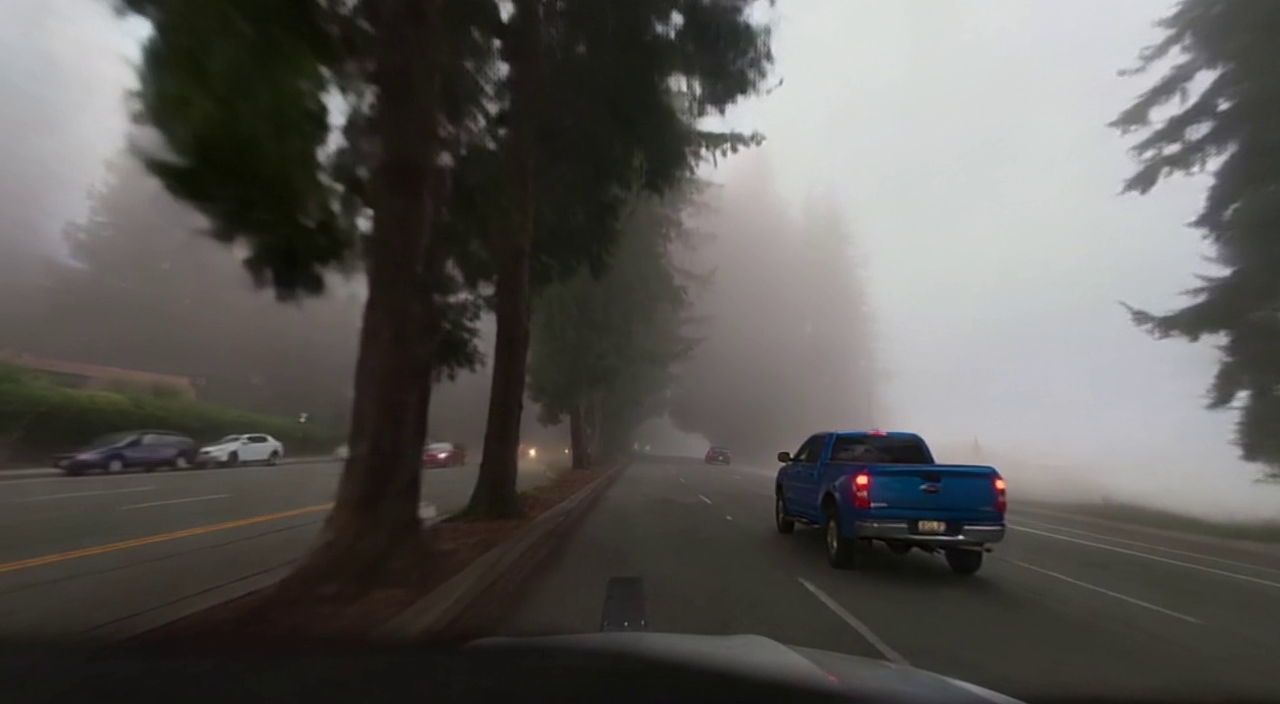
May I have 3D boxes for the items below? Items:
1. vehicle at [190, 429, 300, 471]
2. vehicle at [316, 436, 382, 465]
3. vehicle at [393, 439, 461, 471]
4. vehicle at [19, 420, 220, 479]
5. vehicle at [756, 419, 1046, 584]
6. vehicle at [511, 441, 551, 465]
[{"bbox_3d":[-18.498,4.624,29.844,2.051,1.821,4.721,0,-9,1],"label":"vehicle"},{"bbox_3d":[-18.606,6.315,40.577,2.025,1.766,4.620,0,-9,0],"label":"vehicle"},{"bbox_3d":[-10.937,5.316,32.720,1.999,1.519,4.249,0,-9,1],"label":"vehicle"},{"bbox_3d":[-18.618,3.564,23.112,2.398,1.883,5.729,0,-9,1],"label":"vehicle"},{"bbox_3d":[3.182,1.923,9.004,2.108,1.712,4.616,0,-9,-1],"label":"vehicle"},{"bbox_3d":[-7.895,7.342,46.079,2.121,1.639,4.525,0,-9,0],"label":"vehicle"}]
